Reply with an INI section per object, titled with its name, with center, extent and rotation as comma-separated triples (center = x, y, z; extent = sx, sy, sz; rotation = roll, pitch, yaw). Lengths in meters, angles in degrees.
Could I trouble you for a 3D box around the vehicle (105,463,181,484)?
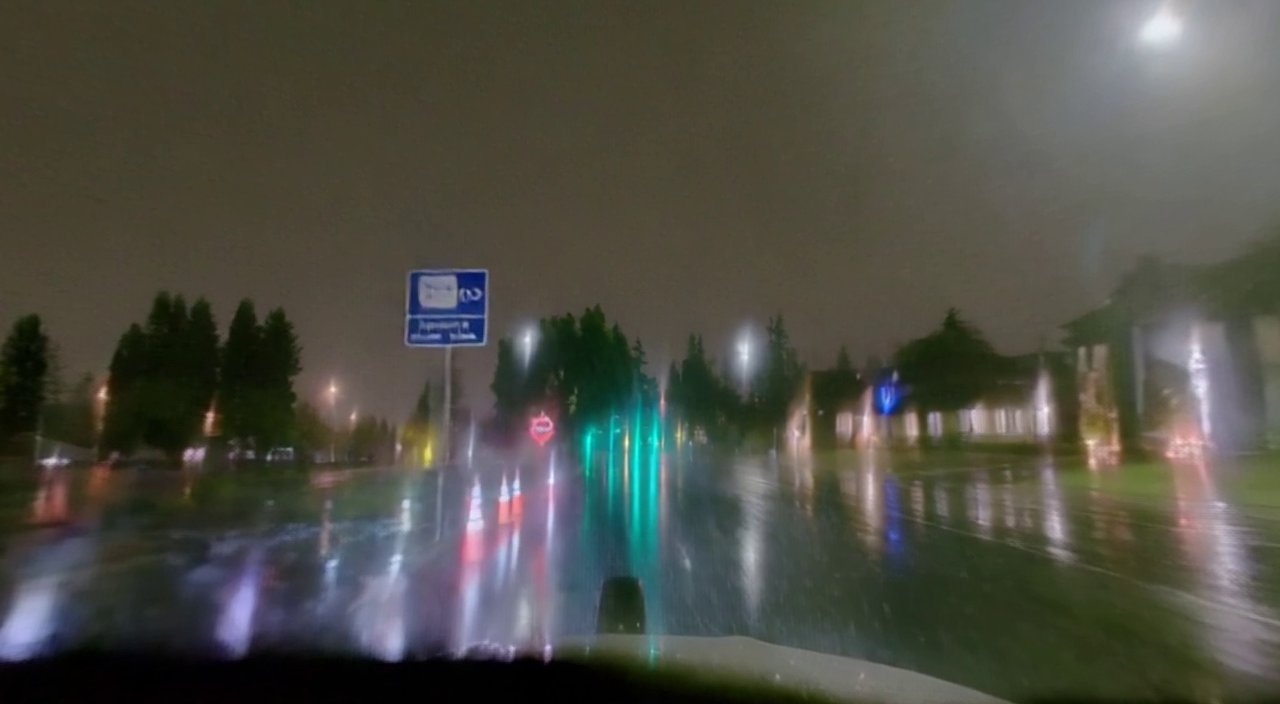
[vehicle]
center = -33.695, 8.233, 42.928
extent = 3.512, 1.321, 1.874
rotation = 0, -8, -4
